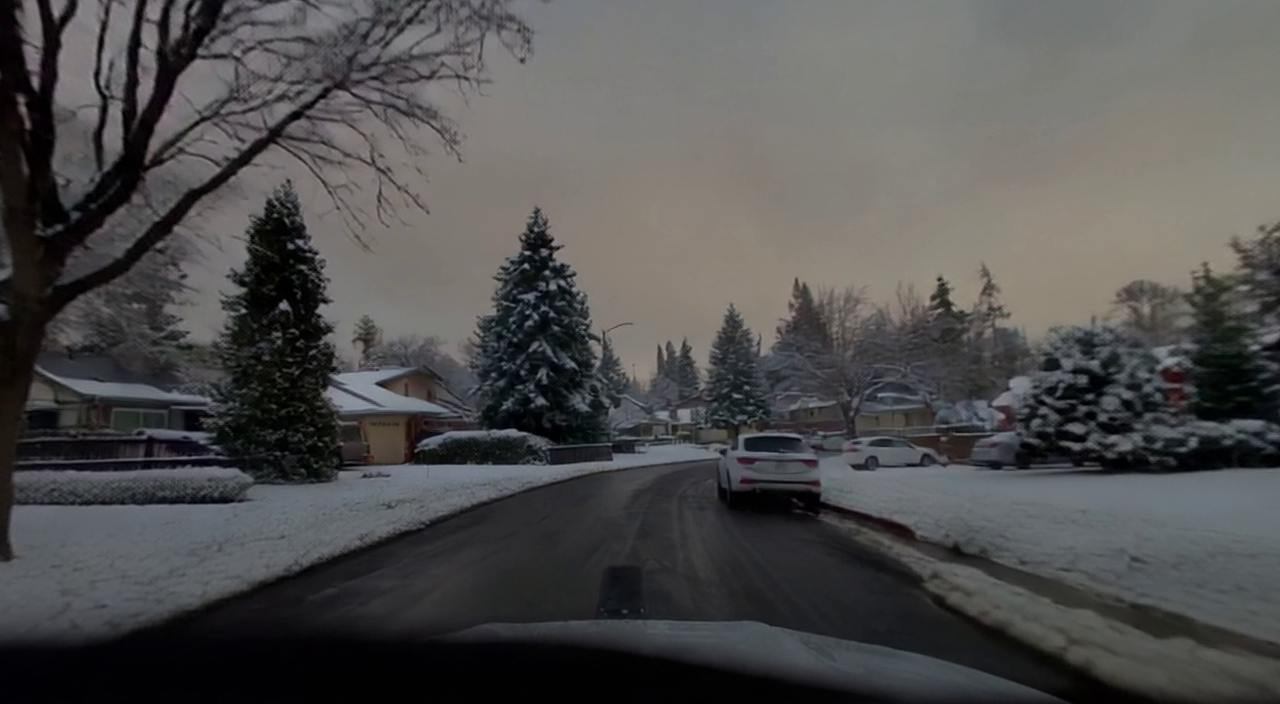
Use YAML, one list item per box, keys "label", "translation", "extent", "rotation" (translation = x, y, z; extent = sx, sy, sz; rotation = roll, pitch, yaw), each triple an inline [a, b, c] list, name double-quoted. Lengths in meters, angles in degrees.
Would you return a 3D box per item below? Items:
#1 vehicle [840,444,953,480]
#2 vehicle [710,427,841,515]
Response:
- label: "vehicle"
  translation: [11.332, 4.885, 28.089]
  extent: [4.457, 1.510, 1.762]
  rotation: [-3, -9, 16]
- label: "vehicle"
  translation: [3.021, 2.772, 15.161]
  extent: [2.163, 1.760, 4.591]
  rotation: [0, -8, 0]
